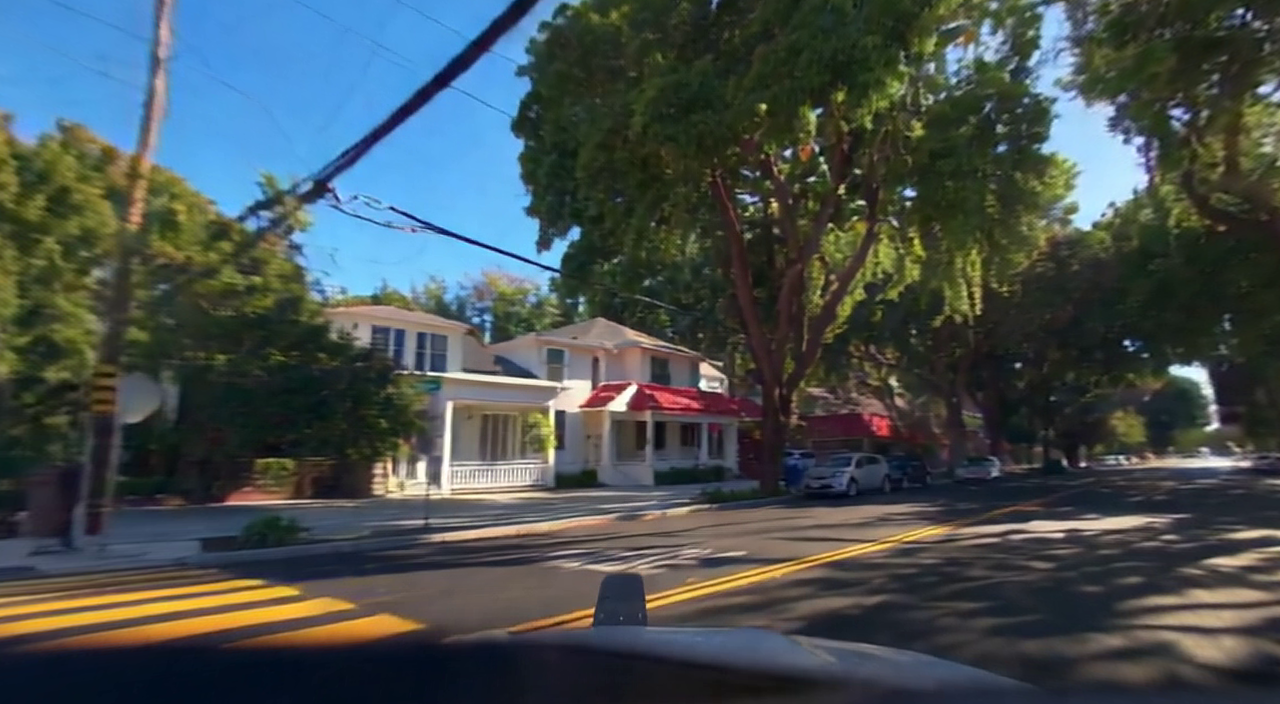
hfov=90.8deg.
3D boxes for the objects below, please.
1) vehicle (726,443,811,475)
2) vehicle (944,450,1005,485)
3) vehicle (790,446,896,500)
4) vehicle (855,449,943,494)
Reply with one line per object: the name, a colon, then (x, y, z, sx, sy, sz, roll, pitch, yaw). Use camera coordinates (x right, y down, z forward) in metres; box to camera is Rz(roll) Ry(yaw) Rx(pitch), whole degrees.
vehicle: (7.530, 6.264, 37.268, 4.492, 1.725, 2.033, -6, -11, 38)
vehicle: (18.966, 6.466, 35.758, 1.970, 1.785, 4.274, -7, -11, 41)
vehicle: (7.622, 4.424, 23.505, 1.975, 1.775, 4.509, -7, -11, 42)
vehicle: (11.241, 5.070, 27.250, 1.913, 1.723, 4.318, -8, -12, 44)
